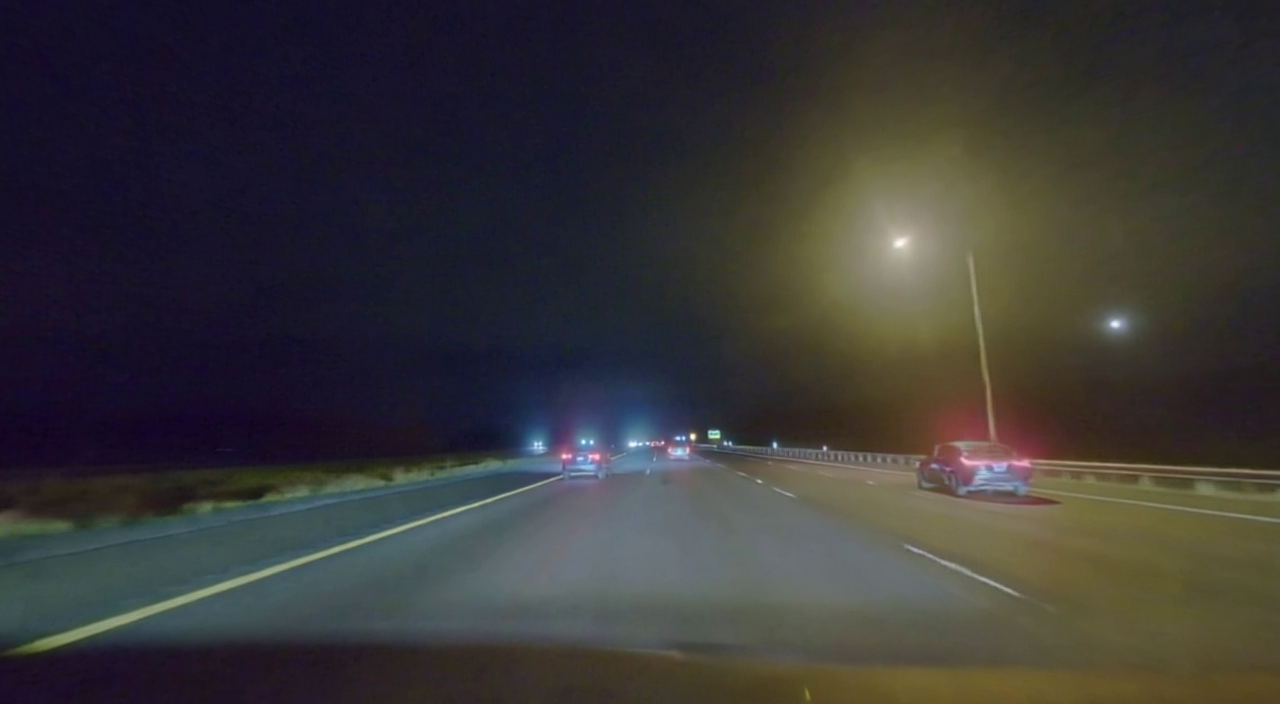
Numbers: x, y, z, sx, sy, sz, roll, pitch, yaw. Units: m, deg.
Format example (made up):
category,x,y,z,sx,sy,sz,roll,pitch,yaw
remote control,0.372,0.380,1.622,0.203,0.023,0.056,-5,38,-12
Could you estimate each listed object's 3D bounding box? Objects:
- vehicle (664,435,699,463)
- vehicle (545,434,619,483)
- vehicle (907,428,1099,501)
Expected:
category,x,y,z,sx,sy,sz,roll,pitch,yaw
vehicle,2.618,6.220,40.519,2.063,1.698,4.355,0,-8,2
vehicle,-1.936,3.734,22.333,2.050,1.546,4.344,0,-8,2
vehicle,8.662,2.721,15.662,1.870,1.493,5.015,0,-8,1
